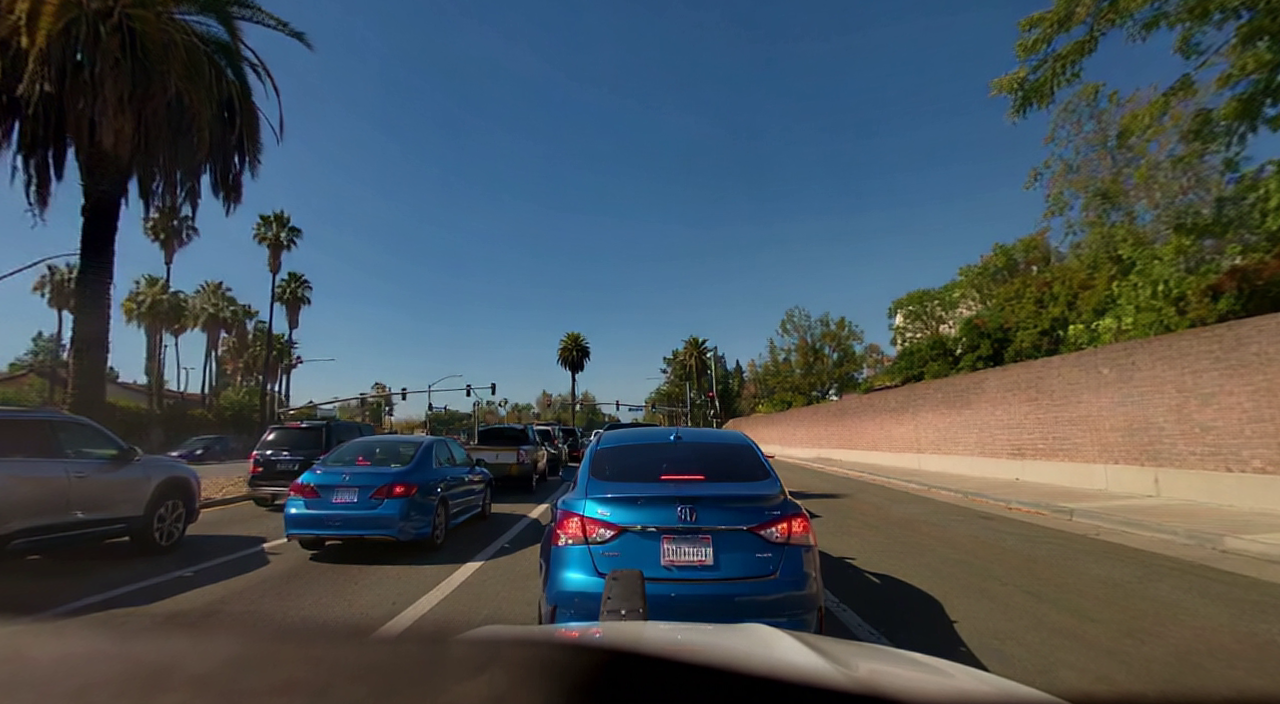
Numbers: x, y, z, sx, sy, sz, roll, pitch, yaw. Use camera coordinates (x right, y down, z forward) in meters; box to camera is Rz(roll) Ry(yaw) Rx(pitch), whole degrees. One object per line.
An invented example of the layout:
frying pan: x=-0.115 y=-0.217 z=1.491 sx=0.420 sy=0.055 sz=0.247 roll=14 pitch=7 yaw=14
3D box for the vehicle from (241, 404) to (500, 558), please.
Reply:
vehicle: x=-3.534 y=1.776 z=9.289 sx=2.055 sy=1.746 sz=4.136 roll=0 pitch=-8 yaw=-1

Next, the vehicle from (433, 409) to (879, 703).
vehicle: x=0.038 y=1.334 z=5.205 sx=2.128 sy=1.473 sz=4.272 roll=0 pitch=-8 yaw=-1

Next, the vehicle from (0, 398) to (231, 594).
vehicle: x=-6.672 y=1.400 z=6.393 sx=1.963 sy=1.721 sz=4.662 roll=0 pitch=-8 yaw=-2
